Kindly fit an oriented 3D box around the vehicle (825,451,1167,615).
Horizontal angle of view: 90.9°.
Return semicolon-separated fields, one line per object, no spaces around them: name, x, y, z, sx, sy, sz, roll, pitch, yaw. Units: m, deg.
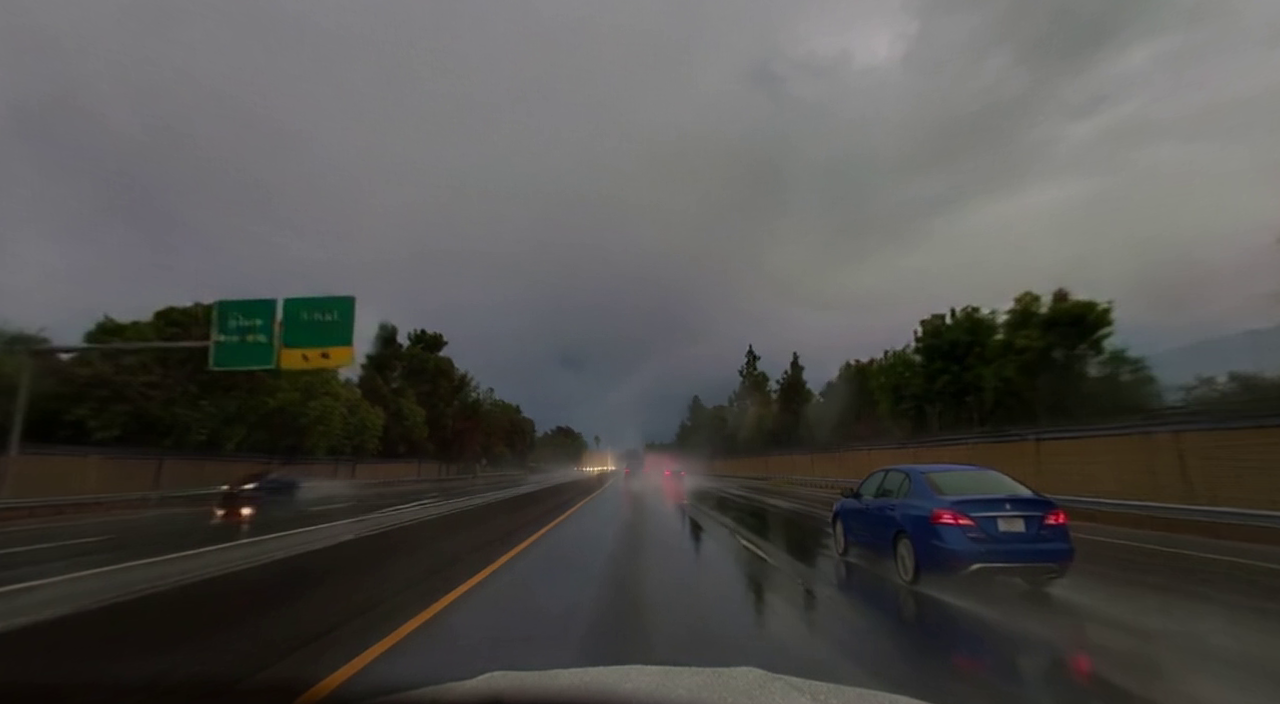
vehicle;3.966;2.091;8.026;1.938;1.494;4.032;1;-11;-1

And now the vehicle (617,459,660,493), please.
vehicle;-0.063;6.330;32.227;2.037;1.605;3.833;1;-11;0

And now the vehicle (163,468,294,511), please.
vehicle;-15.301;5.125;23.773;1.930;1.436;4.372;1;-11;1
